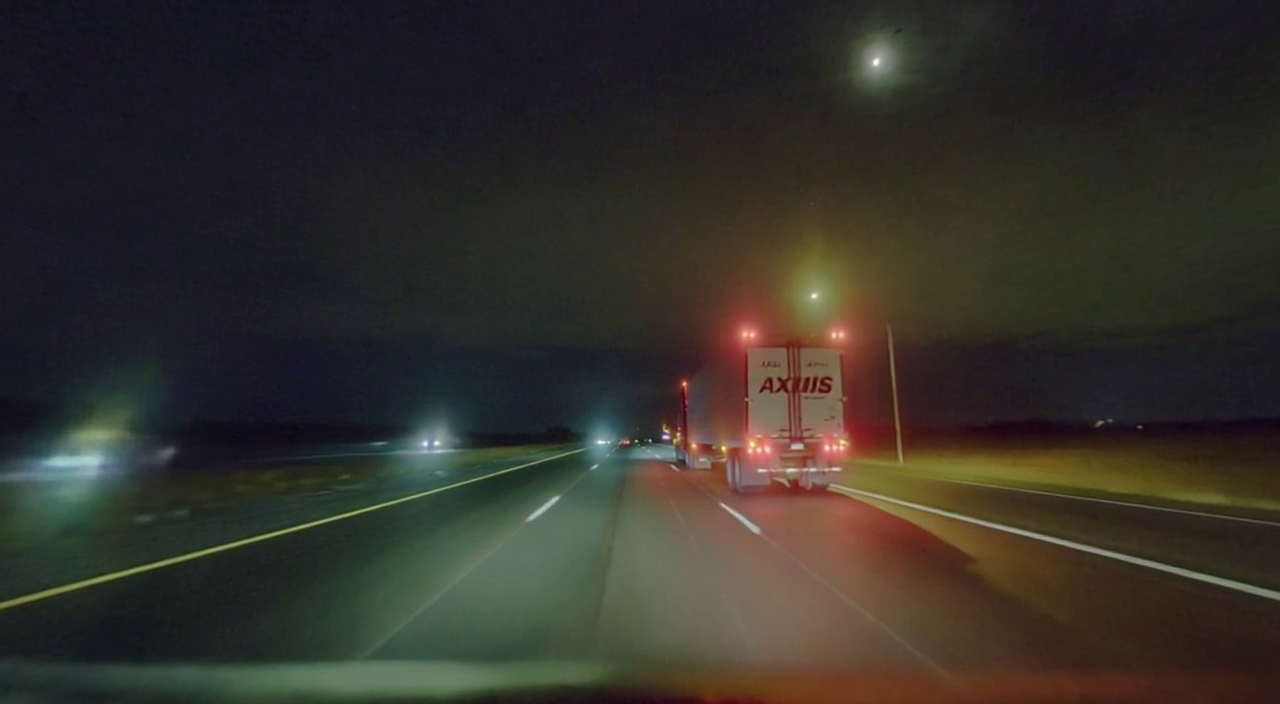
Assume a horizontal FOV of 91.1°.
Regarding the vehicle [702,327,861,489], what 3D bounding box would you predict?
[{"bbox_3d":[3.900,1.957,20.035,2.880,3.986,9.103,0,-8,0],"label":"vehicle"}]
